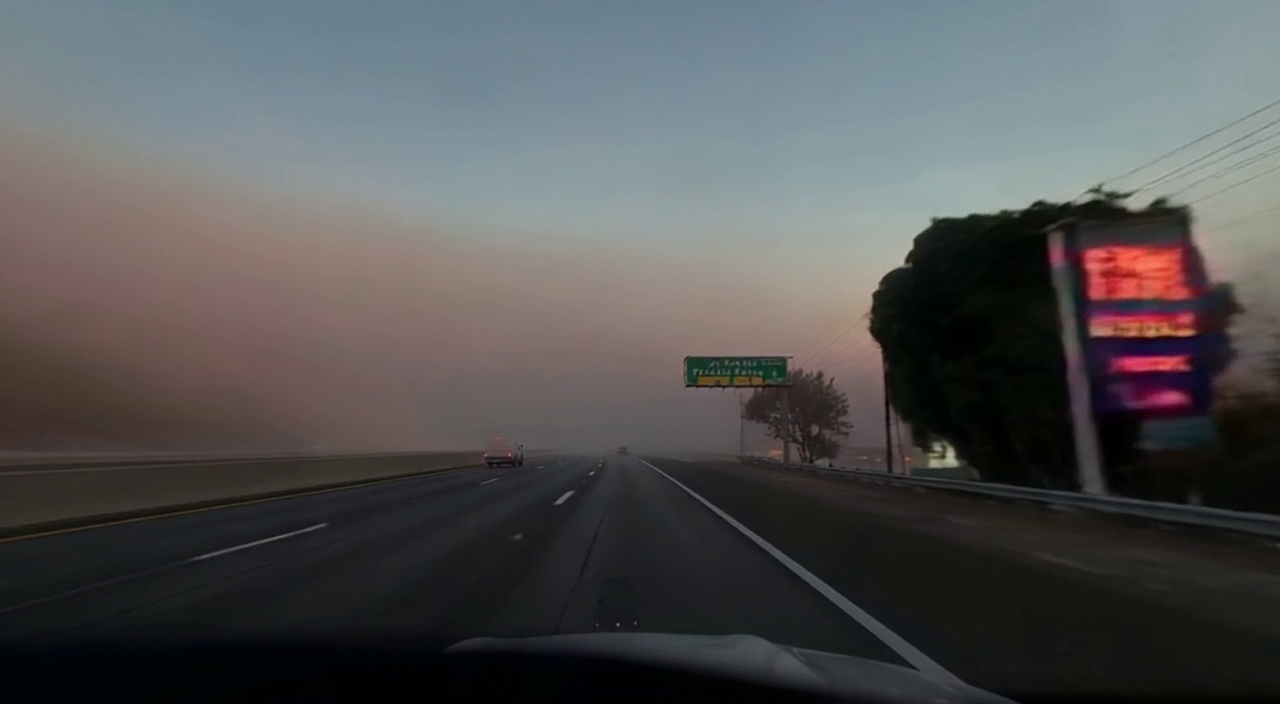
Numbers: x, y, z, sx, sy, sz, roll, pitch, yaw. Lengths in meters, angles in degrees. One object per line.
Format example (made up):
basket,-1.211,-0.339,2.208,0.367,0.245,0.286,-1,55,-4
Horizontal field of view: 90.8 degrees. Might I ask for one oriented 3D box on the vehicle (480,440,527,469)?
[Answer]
vehicle,-8.417,6.381,39.436,2.053,1.682,4.423,0,-8,-1
